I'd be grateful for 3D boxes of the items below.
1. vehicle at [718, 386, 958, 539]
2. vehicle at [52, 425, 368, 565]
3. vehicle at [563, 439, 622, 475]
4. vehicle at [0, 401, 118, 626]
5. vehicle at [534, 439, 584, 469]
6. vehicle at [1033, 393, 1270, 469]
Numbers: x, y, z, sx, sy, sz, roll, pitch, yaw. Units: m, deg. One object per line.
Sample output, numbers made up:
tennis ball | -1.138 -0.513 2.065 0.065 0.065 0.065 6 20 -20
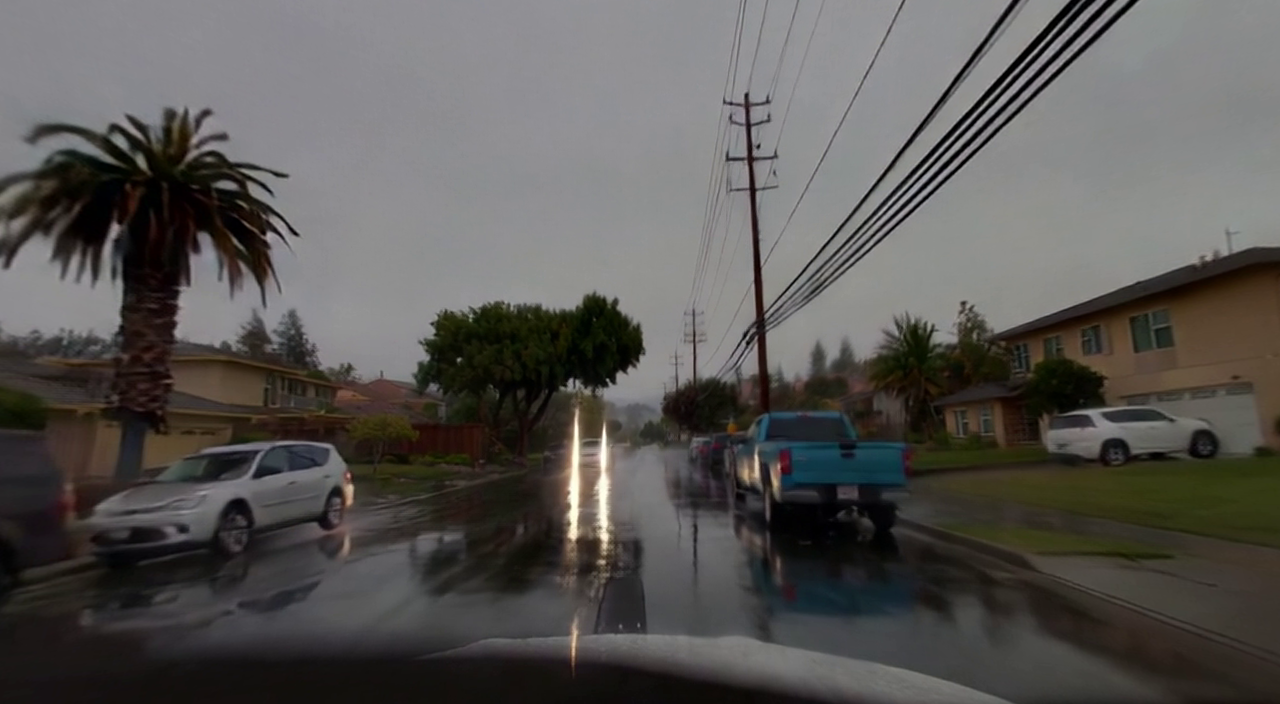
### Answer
vehicle | 3.012 1.934 11.683 2.437 2.015 6.511 0 -8 1
vehicle | -6.547 2.180 10.454 1.930 1.784 4.474 0 -8 2
vehicle | -2.134 4.889 29.699 2.213 1.548 4.370 -1 -8 3
vehicle | -6.739 1.225 4.275 2.252 1.944 4.714 0 -8 1
vehicle | -5.098 6.495 40.359 2.226 1.768 4.780 -1 -8 4
vehicle | 14.340 2.275 17.975 4.778 1.903 2.205 -1 -8 -1
